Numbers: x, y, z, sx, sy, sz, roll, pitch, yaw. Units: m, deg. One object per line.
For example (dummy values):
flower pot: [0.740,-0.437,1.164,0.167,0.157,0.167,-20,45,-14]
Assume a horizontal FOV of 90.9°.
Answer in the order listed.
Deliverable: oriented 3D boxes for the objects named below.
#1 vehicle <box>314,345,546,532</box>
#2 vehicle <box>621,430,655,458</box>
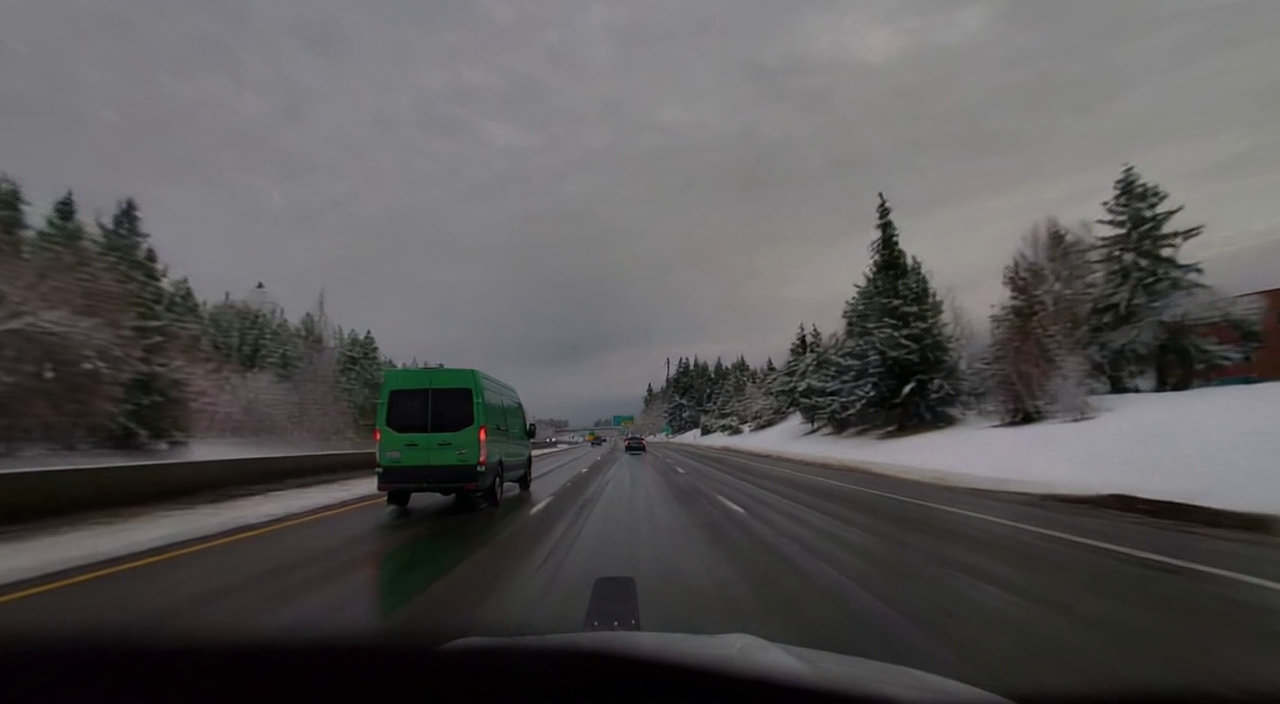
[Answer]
vehicle: [-3.345,1.578,11.726,2.424,2.577,5.828,0,-8,-2]
vehicle: [-0.177,5.911,40.668,2.104,1.646,4.176,0,-8,-1]
